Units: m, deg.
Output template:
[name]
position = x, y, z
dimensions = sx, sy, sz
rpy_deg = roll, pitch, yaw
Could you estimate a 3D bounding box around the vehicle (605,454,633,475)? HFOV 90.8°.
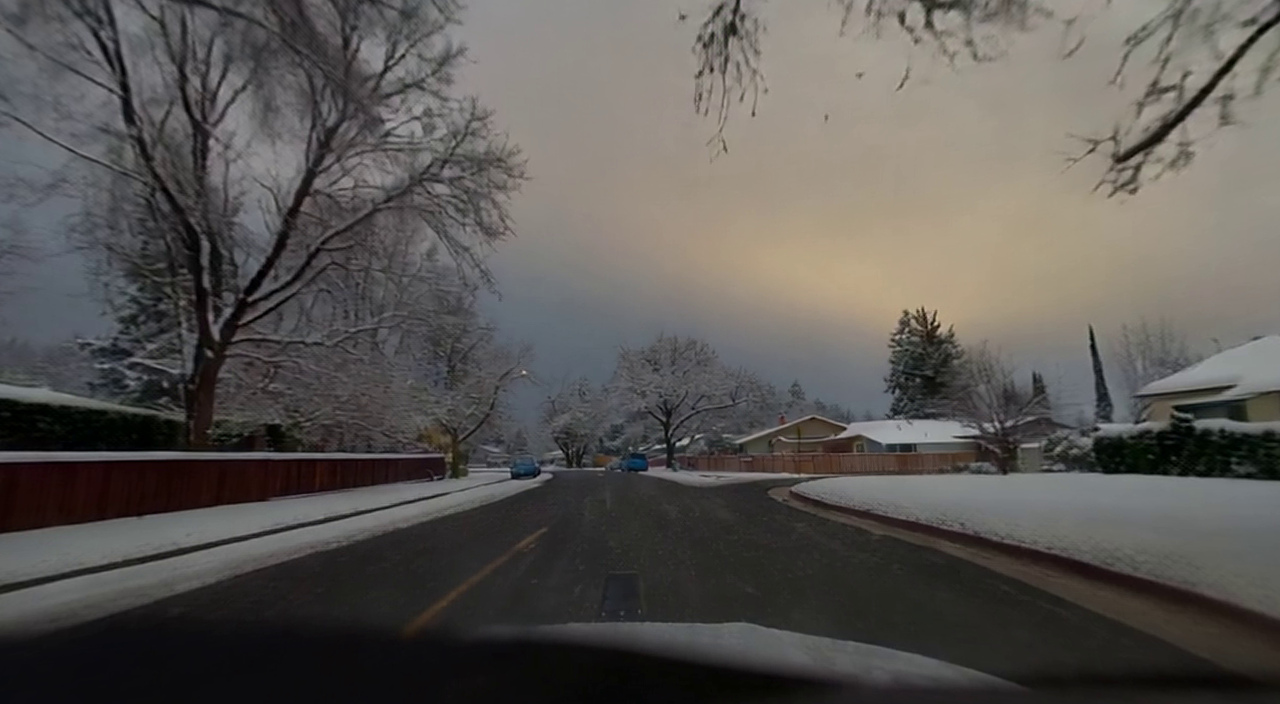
[vehicle]
position = -1.639, 8.657, 48.652
dimensions = 2.064, 1.477, 3.968
rpy_deg = 1, -9, -3
